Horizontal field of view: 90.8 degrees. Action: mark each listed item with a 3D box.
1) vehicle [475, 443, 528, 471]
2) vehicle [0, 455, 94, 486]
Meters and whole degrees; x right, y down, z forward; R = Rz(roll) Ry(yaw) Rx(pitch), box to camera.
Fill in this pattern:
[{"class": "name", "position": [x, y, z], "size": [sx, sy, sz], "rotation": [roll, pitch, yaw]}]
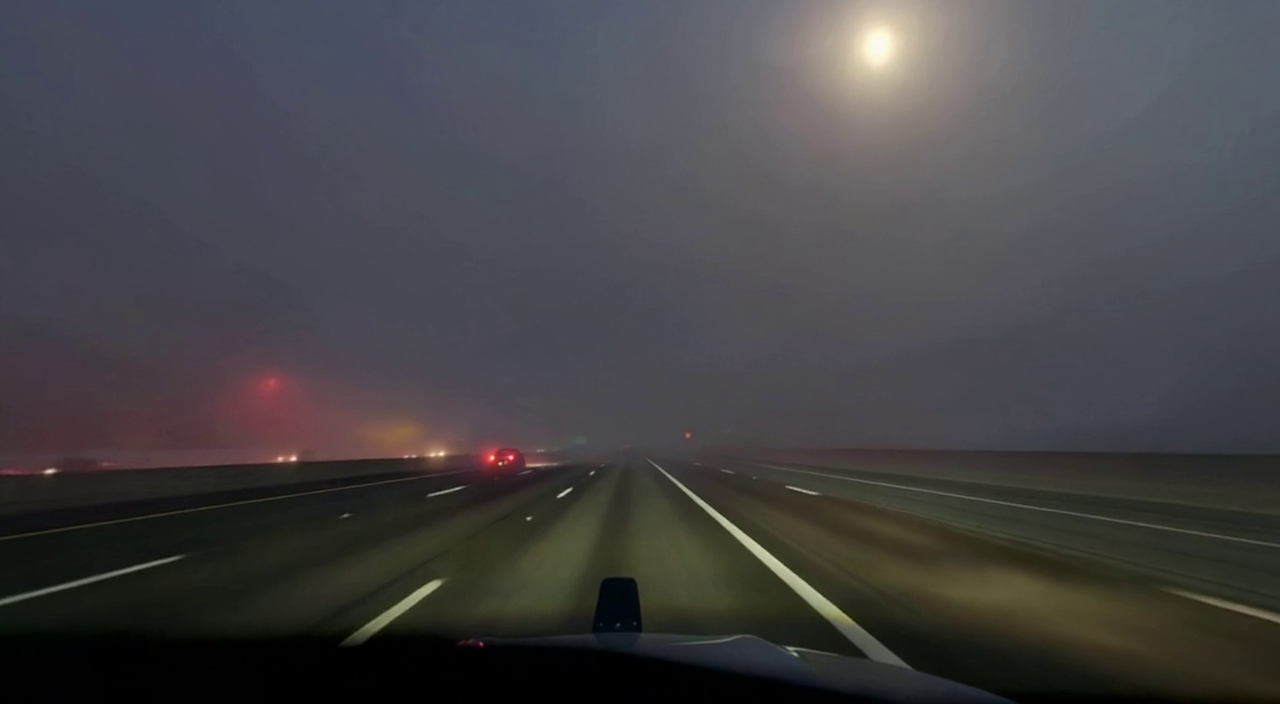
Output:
[{"class": "vehicle", "position": [-8.098, 6.161, 37.383], "size": [2.005, 1.545, 4.874], "rotation": [0, -8, 0]}, {"class": "vehicle", "position": [-35.301, 6.887, 37.098], "size": [1.948, 1.623, 4.941], "rotation": [0, -8, 1]}]
